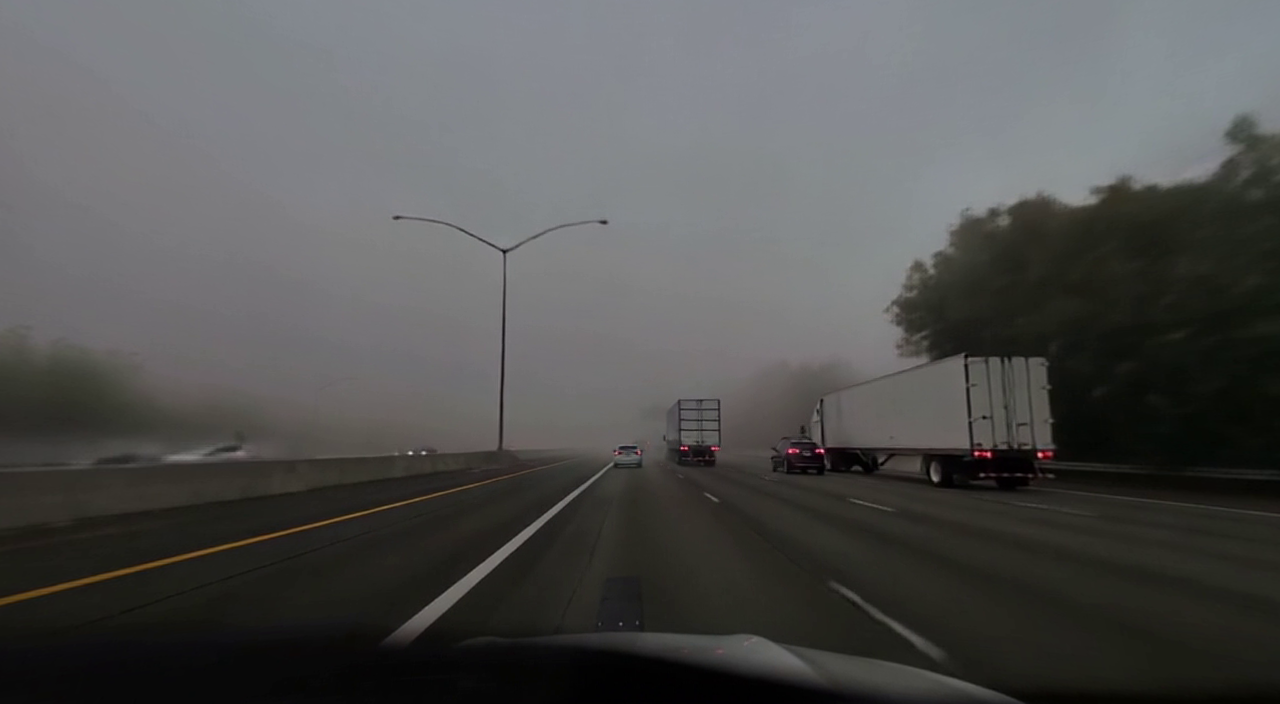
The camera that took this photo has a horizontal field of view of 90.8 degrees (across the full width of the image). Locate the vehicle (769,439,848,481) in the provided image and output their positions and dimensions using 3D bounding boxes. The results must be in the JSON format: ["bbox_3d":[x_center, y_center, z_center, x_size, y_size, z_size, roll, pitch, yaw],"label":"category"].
[{"bbox_3d":[7.169,4.620,27.348,2.154,1.658,4.347,0,-9,-1],"label":"vehicle"}]

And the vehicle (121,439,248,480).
[{"bbox_3d":[-20.327,4.821,28.562,1.991,1.643,5.048,0,-9,0],"label":"vehicle"}]

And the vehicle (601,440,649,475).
[{"bbox_3d":[-0.667,5.072,30.583,2.163,1.551,4.180,0,-9,0],"label":"vehicle"}]

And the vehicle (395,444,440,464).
[{"bbox_3d":[-16.830,7.755,48.057,1.781,1.477,4.274,0,-9,1],"label":"vehicle"}]

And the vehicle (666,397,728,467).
[{"bbox_3d":[3.590,5.542,42.718,2.999,4.127,10.526,0,-9,-1],"label":"vehicle"}]

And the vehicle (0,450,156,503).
[{"bbox_3d":[-16.615,3.519,18.379,1.429,1.331,4.546,0,-9,0],"label":"vehicle"}]

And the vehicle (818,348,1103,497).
[{"bbox_3d":[11.348,3.252,26.298,2.898,4.171,17.188,0,-9,0],"label":"vehicle"}]
